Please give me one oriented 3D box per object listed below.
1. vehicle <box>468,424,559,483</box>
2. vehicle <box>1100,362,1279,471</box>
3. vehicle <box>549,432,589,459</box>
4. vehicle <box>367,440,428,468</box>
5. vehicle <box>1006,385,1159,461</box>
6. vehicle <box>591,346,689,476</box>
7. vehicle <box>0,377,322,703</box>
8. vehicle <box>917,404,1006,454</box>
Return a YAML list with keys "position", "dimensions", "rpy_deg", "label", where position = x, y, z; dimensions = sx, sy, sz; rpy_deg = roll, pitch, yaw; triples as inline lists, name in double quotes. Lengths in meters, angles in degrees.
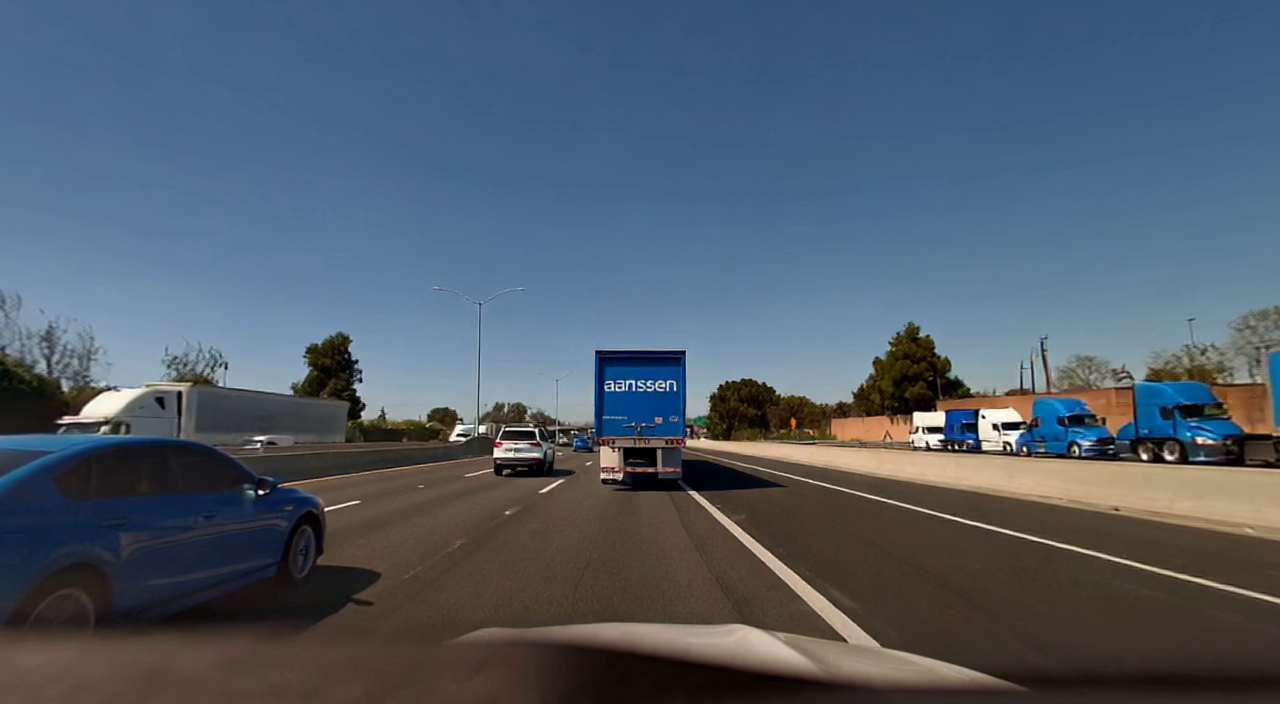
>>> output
- position: [-3.707, 3.043, 19.186]
  dimensions: [1.946, 1.599, 4.073]
  rpy_deg: [0, -8, 0]
  label: "vehicle"
- position: [19.128, 2.247, 21.124]
  dimensions: [2.595, 3.137, 6.079]
  rpy_deg: [0, -8, 0]
  label: "vehicle"
- position: [-4.184, 5.603, 37.702]
  dimensions: [1.921, 1.524, 3.912]
  rpy_deg: [0, -8, 0]
  label: "vehicle"
- position: [-15.390, 6.453, 40.189]
  dimensions: [1.948, 1.625, 4.708]
  rpy_deg: [0, -8, 0]
  label: "vehicle"
- position: [19.378, 3.219, 28.062]
  dimensions: [2.443, 3.006, 5.844]
  rpy_deg: [0, -8, 0]
  label: "vehicle"
- position: [-0.052, 2.641, 26.005]
  dimensions: [3.171, 4.204, 11.036]
  rpy_deg: [0, -8, -1]
  label: "vehicle"
- position: [-3.665, 0.925, 3.033]
  dimensions: [1.964, 1.507, 4.361]
  rpy_deg: [0, -8, 0]
  label: "vehicle"
- position: [18.965, 4.600, 37.489]
  dimensions: [2.432, 2.753, 5.388]
  rpy_deg: [0, -8, 1]
  label: "vehicle"
